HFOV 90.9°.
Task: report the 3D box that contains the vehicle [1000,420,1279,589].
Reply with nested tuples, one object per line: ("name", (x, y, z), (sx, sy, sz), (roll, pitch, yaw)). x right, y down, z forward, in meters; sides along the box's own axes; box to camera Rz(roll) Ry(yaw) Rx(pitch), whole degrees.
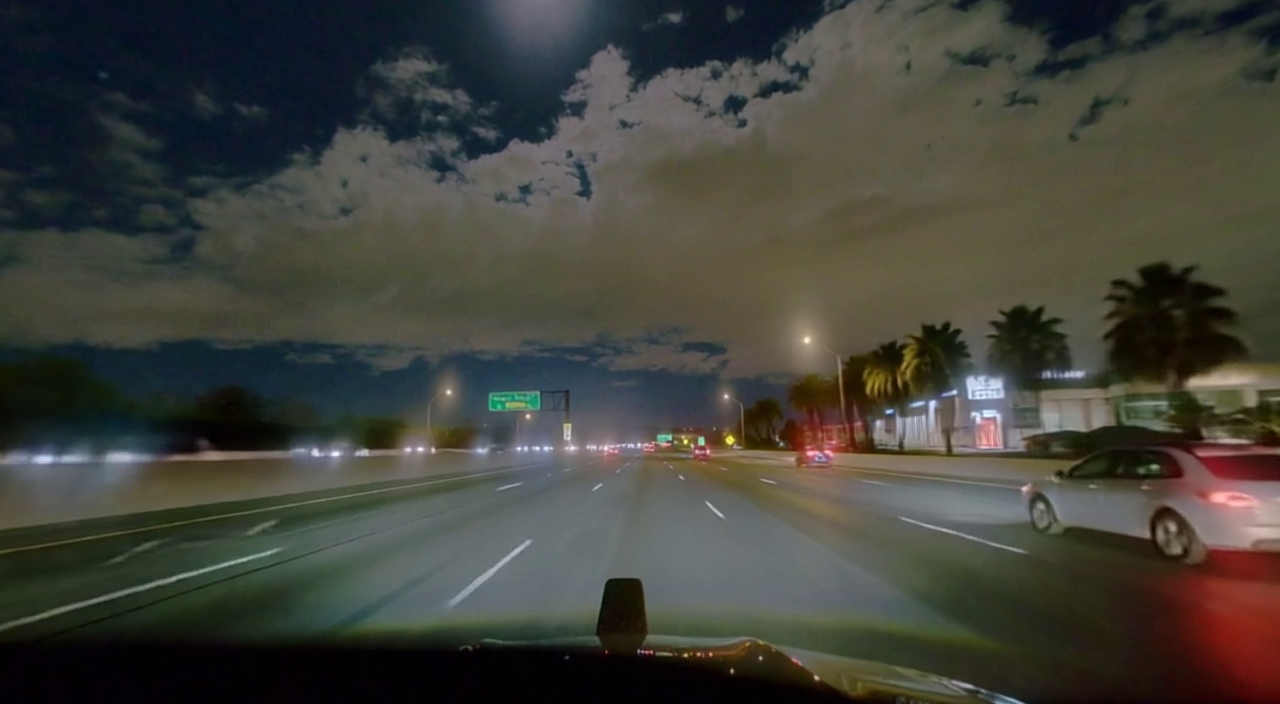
("vehicle", (6.955, 1.721, 7.957), (2.071, 1.543, 4.702), (0, -8, 1))

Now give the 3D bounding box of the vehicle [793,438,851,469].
("vehicle", (11.503, 6.431, 40.216), (2.168, 1.861, 4.678), (0, -8, -1))

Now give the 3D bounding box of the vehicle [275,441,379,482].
("vehicle", (-12.313, 4.317, 25.159), (1.866, 1.446, 4.246), (0, -8, 1))

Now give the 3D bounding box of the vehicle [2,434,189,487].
("vehicle", (-17.741, 3.553, 20.946), (1.946, 1.547, 4.634), (-1, -8, 3))
